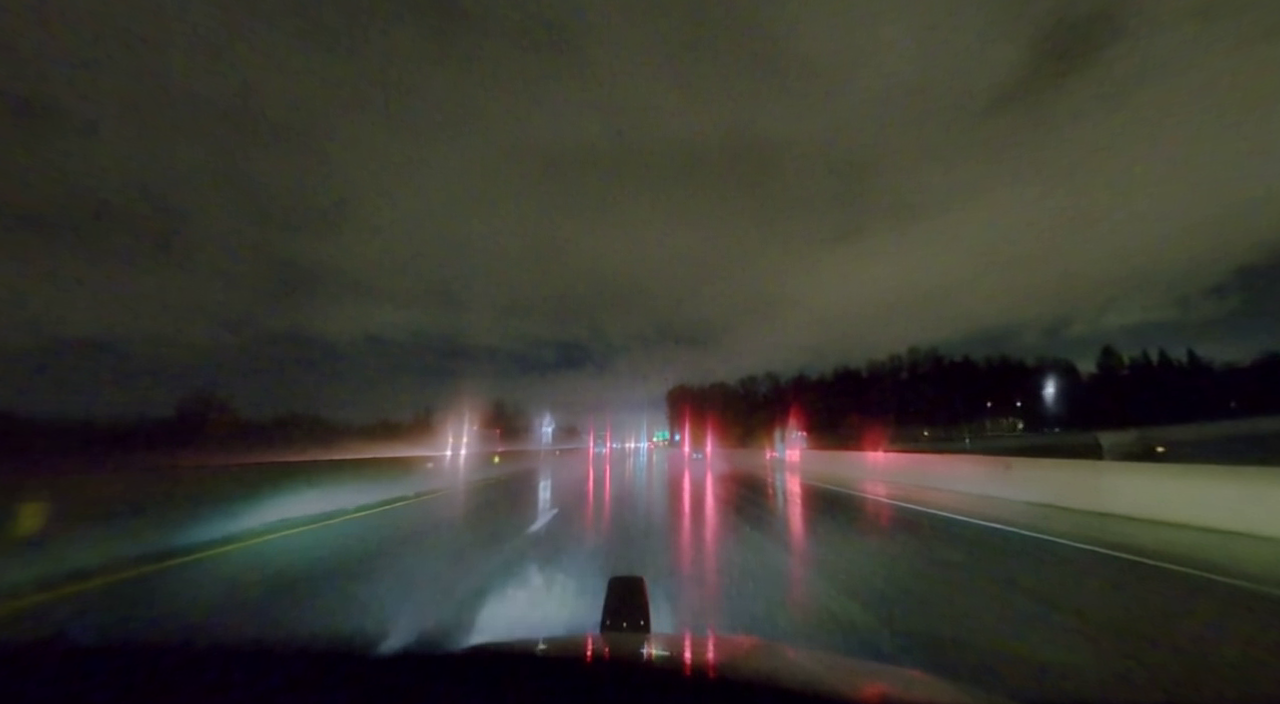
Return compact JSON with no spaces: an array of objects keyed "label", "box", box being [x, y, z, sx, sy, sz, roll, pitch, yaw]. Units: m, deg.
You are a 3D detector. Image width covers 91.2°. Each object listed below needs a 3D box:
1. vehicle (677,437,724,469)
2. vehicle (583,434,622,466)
[{"label":"vehicle","box":[3.295,5.612,34.986,2.202,1.682,4.188,0,-8,0]},{"label":"vehicle","box":[-2.574,6.826,43.876,2.291,2.052,4.887,0,-9,2]}]
